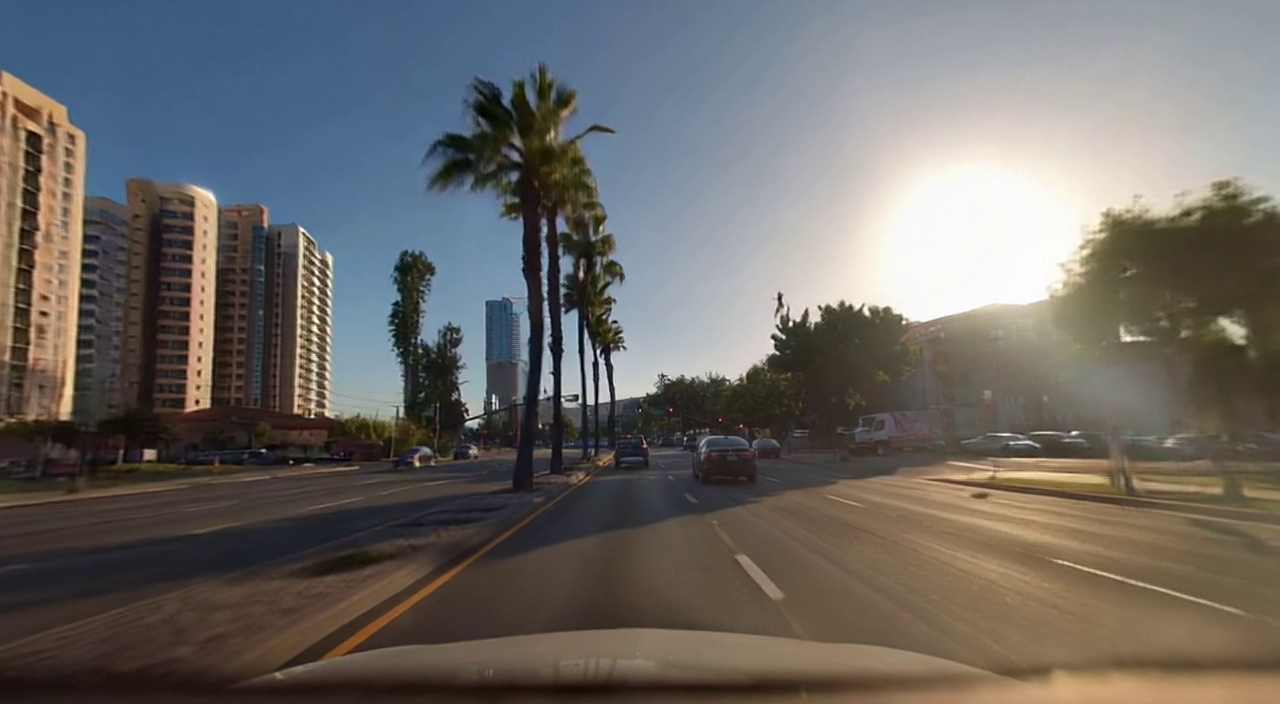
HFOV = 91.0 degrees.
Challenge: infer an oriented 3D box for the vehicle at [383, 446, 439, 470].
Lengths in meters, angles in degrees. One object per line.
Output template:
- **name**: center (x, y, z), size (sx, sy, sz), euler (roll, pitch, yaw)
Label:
- **vehicle**: center (-14.997, 6.946, 41.468), size (1.887, 1.454, 4.588), euler (0, -8, 1)

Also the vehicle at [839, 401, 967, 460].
- **vehicle**: center (17.479, 5.296, 42.143), size (7.270, 3.743, 2.677), euler (1, -8, -3)

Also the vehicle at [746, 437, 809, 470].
- **vehicle**: center (6.658, 4.982, 31.059), size (1.975, 1.483, 4.769), euler (0, -8, -1)

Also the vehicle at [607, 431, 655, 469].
- **vehicle**: center (-0.443, 4.969, 32.027), size (2.277, 1.816, 4.192), euler (0, -8, -1)

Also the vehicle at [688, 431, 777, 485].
- **vehicle**: center (2.955, 3.525, 21.256), size (2.195, 1.590, 4.668), euler (0, -8, -1)
